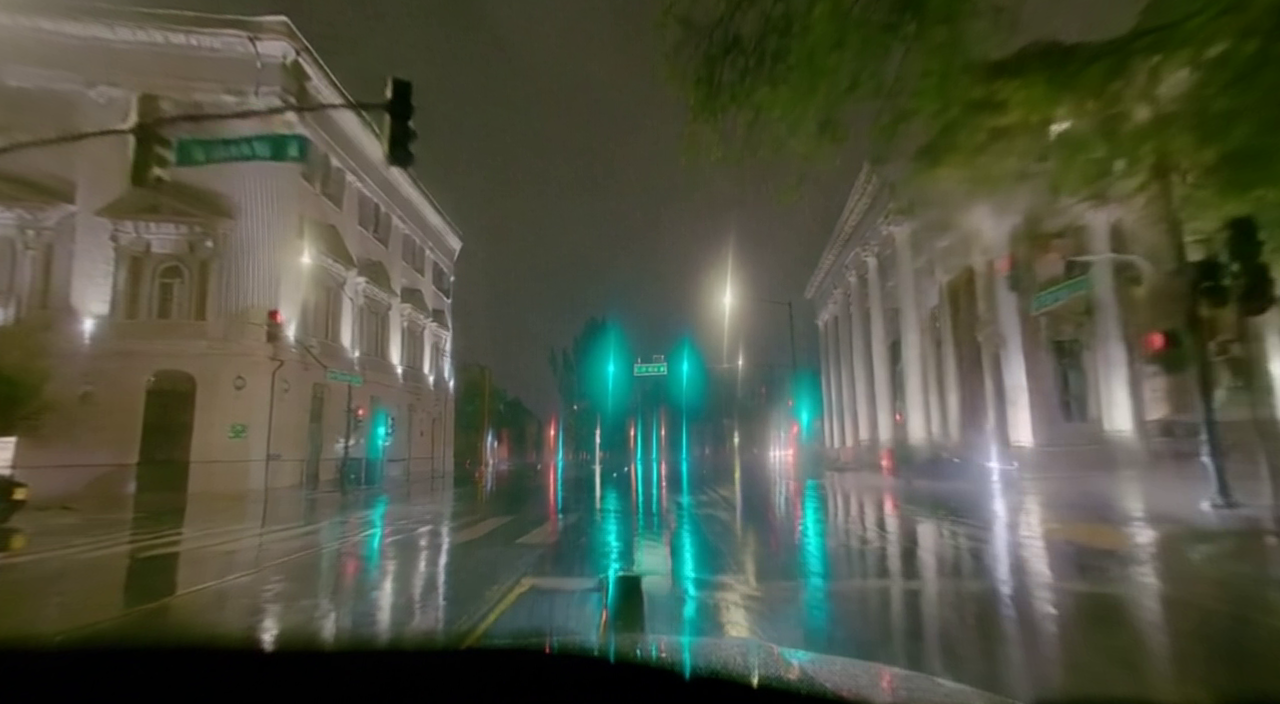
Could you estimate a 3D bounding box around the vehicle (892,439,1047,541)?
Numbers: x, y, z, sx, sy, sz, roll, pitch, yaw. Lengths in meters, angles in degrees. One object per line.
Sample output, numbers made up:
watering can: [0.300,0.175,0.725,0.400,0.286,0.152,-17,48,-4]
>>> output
vehicle: [5.942,2.425,11.939,2.085,1.530,4.125,-3,-9,21]
